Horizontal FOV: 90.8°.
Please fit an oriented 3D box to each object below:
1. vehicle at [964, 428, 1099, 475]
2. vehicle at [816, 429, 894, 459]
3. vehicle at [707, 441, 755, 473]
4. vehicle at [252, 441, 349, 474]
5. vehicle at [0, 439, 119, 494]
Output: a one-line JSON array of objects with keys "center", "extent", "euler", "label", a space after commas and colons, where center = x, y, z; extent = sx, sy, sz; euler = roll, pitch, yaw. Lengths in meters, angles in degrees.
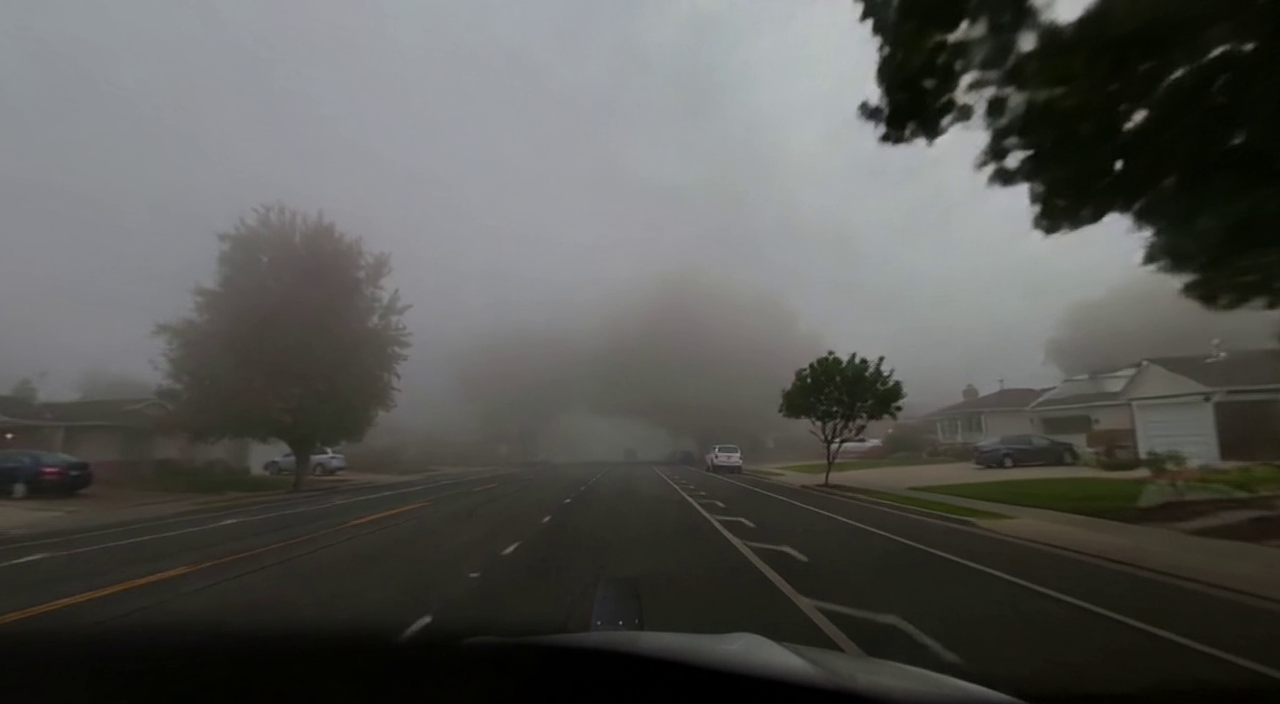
[{"center": [15.417, 3.949, 25.089], "extent": [4.010, 1.751, 1.922], "euler": [-1, -9, 3], "label": "vehicle"}, {"center": [15.836, 6.780, 46.672], "extent": [4.921, 2.117, 2.249], "euler": [-1, -9, 2], "label": "vehicle"}, {"center": [5.109, 5.963, 35.958], "extent": [2.001, 1.693, 4.311], "euler": [0, -9, -1], "label": "vehicle"}, {"center": [-20.374, 6.368, 38.064], "extent": [4.564, 1.895, 2.221], "euler": [-1, -9, 6], "label": "vehicle"}, {"center": [-21.920, 4.009, 22.342], "extent": [4.889, 1.822, 2.159], "euler": [0, -9, -3], "label": "vehicle"}]
